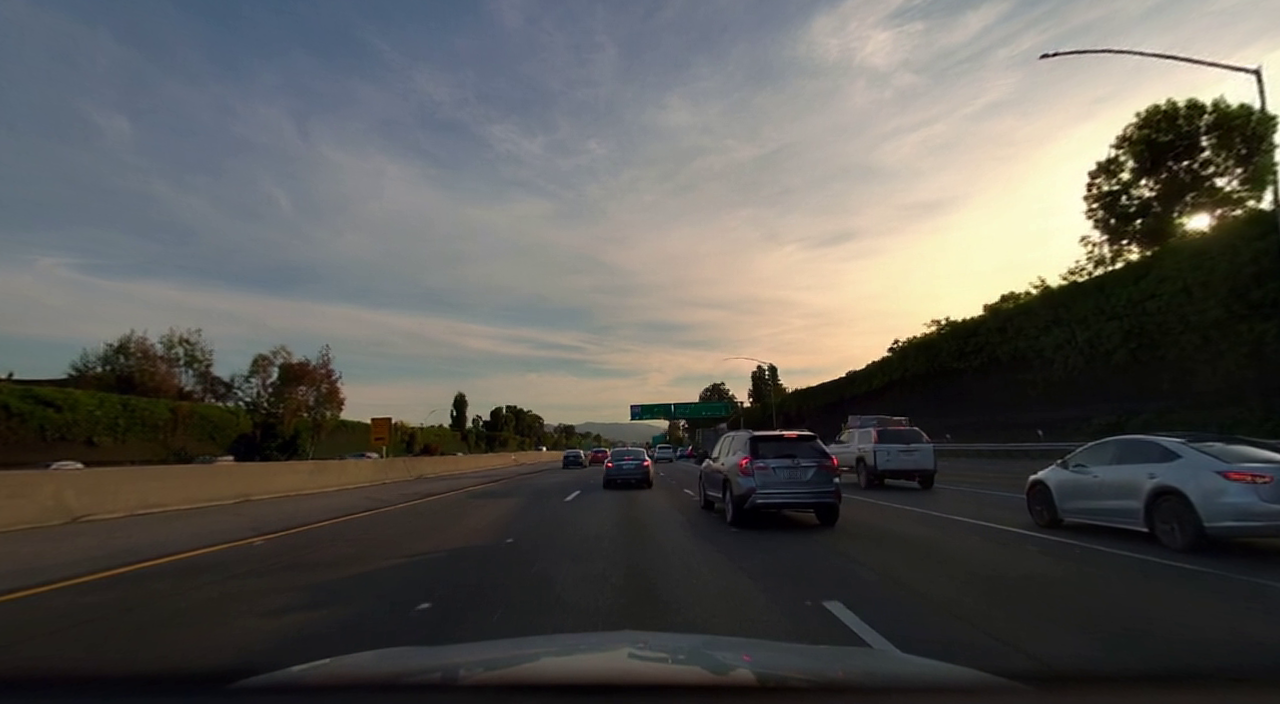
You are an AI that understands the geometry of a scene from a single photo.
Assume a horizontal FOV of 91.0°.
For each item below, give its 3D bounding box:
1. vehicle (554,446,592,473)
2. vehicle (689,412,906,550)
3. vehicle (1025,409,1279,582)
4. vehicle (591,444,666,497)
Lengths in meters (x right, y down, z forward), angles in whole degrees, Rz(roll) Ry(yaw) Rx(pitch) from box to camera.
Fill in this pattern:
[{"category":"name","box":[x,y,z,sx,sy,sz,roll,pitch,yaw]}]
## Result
[{"category":"vehicle","box":[-4.166,6.743,39.773,1.889,1.600,4.043,0,-9,1]},{"category":"vehicle","box":[2.181,1.954,10.115,2.230,1.740,3.976,1,-9,-3]},{"category":"vehicle","box":[7.134,1.638,7.716,1.972,1.647,4.429,0,-9,0]},{"category":"vehicle","box":[-0.303,3.733,20.237,2.157,1.495,4.038,0,-9,1]}]
